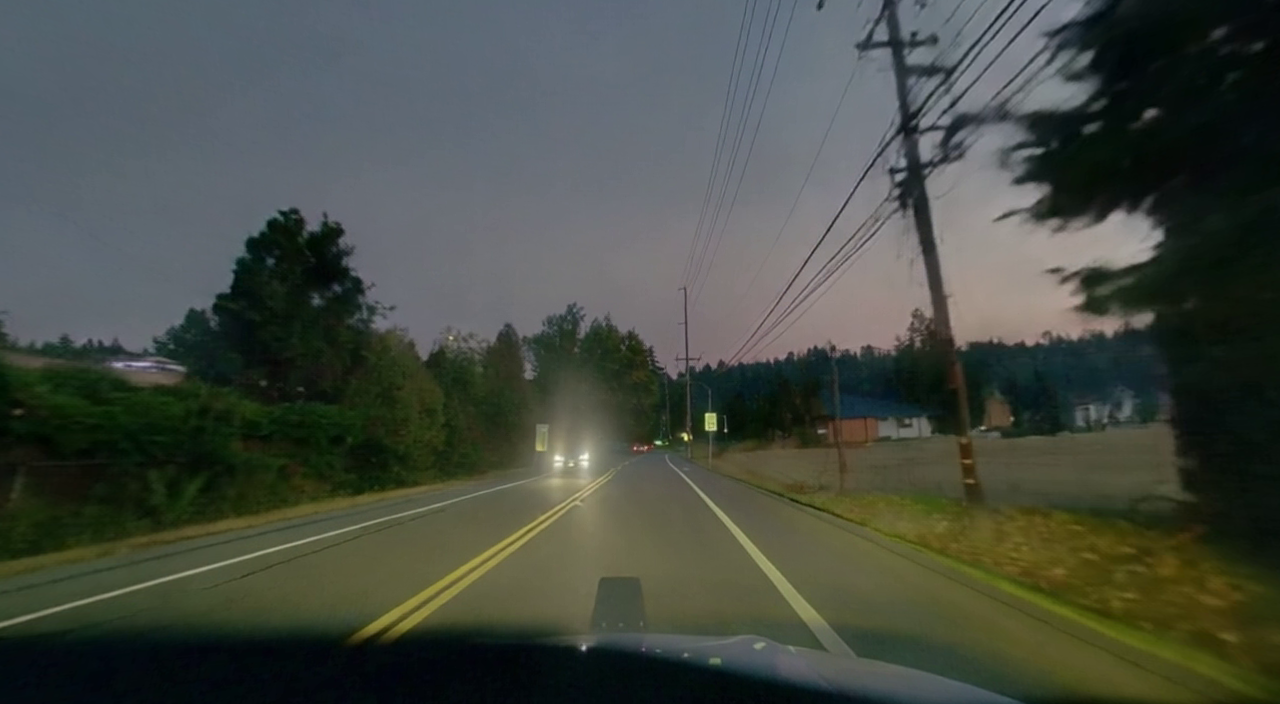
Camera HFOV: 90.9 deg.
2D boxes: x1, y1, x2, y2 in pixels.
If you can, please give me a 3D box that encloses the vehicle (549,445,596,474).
[{"bbox_3d":[-3.687,5.938,35.200,1.975,1.481,4.445,-1,-9,3],"label":"vehicle"}]
